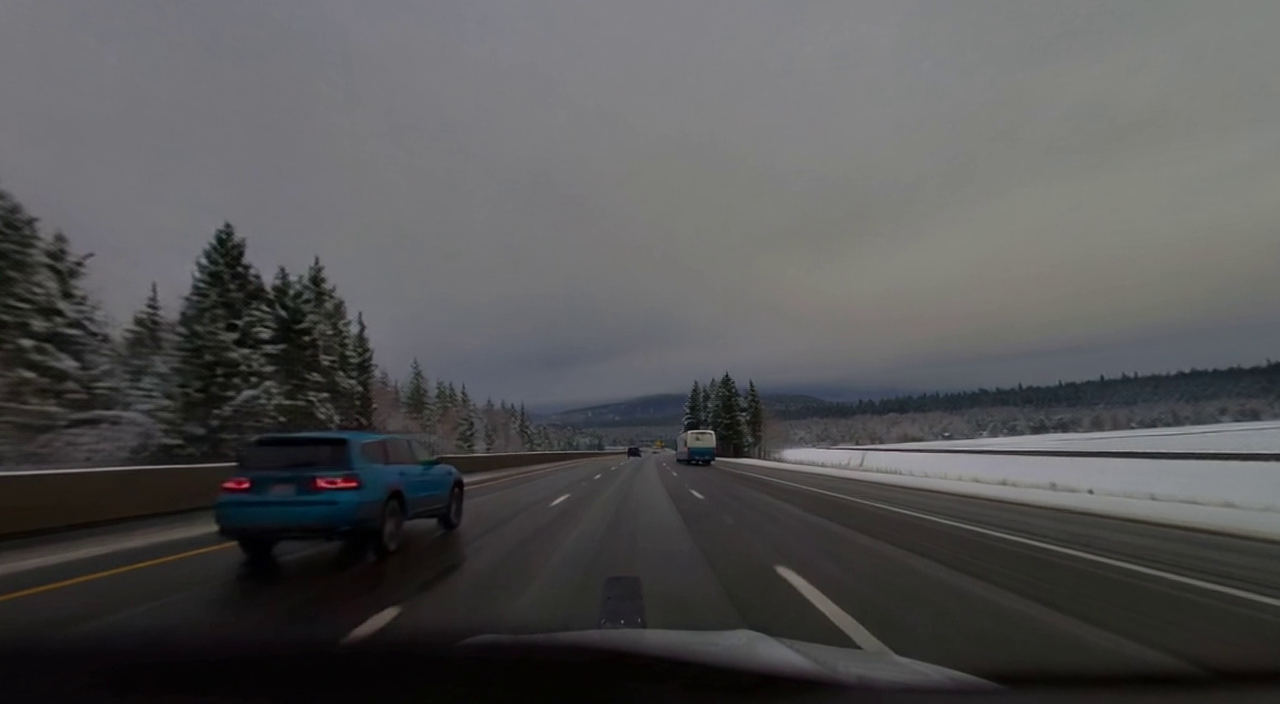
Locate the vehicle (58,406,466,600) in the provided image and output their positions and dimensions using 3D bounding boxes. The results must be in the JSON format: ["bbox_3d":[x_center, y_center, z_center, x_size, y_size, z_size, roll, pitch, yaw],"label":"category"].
[{"bbox_3d":[-3.850,1.639,7.726,2.020,1.619,4.690,0,-9,1],"label":"vehicle"}]

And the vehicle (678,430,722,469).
[{"bbox_3d":[4.302,7.186,46.531,2.614,2.655,6.429,0,-9,0],"label":"vehicle"}]
